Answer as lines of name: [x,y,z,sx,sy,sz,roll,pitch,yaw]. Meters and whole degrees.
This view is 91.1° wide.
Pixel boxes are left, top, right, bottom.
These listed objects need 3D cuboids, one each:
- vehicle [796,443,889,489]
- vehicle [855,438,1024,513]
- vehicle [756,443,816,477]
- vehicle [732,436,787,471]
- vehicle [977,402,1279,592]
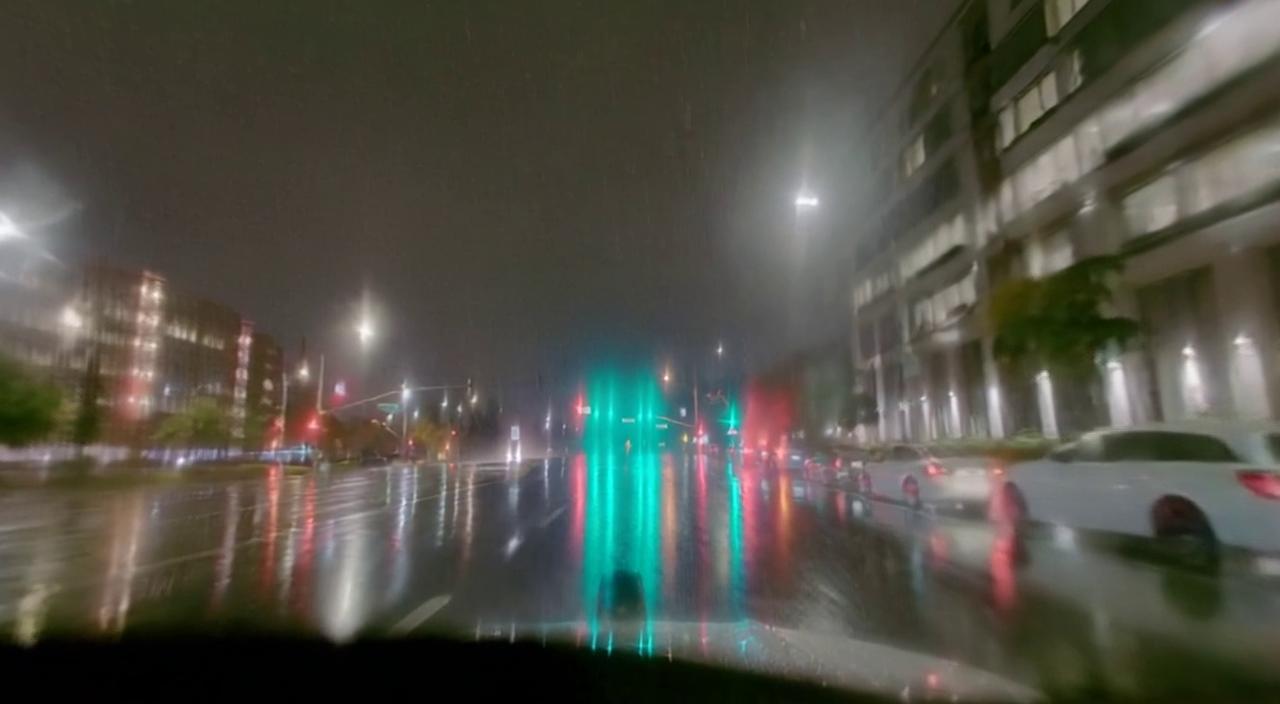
vehicle: [7.101,4.019,22.537,1.864,1.466,4.352,0,-9,0]
vehicle: [6.980,2.900,15.314,1.884,1.523,4.746,0,-9,1]
vehicle: [6.938,5.182,30.348,1.863,1.512,4.525,0,-9,1]
vehicle: [6.881,5.922,36.731,2.169,1.876,4.931,0,-9,0]
vehicle: [6.669,1.673,8.116,1.977,1.732,4.555,0,-9,-1]
